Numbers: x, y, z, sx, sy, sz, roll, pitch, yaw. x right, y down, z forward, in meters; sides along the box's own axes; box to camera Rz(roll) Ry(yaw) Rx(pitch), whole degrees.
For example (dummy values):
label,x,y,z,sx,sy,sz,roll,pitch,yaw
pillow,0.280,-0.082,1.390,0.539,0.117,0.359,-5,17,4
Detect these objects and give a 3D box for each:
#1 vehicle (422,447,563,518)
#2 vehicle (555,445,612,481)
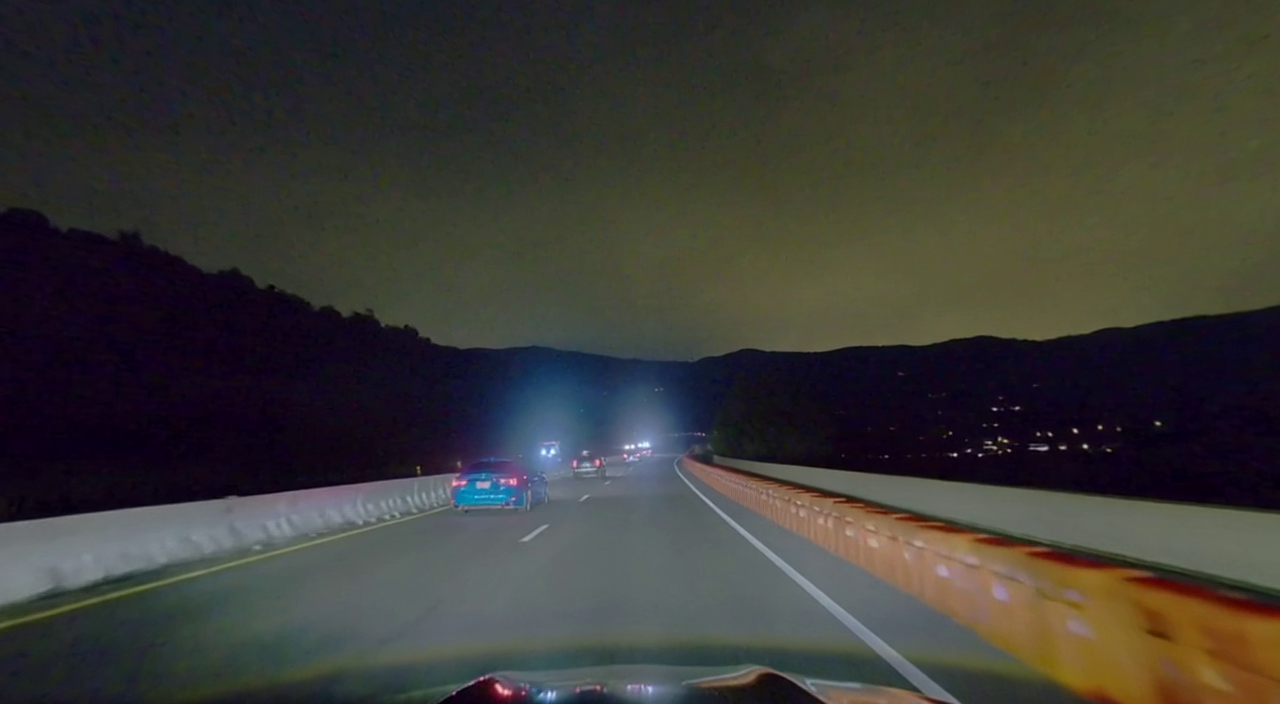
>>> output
label,x,y,z,sx,sy,sz,roll,pitch,yaw
vehicle,-3.014,2.770,13.860,2.061,1.330,3.928,0,-9,1
vehicle,-2.452,4.989,28.505,2.094,1.480,4.124,0,-9,2
